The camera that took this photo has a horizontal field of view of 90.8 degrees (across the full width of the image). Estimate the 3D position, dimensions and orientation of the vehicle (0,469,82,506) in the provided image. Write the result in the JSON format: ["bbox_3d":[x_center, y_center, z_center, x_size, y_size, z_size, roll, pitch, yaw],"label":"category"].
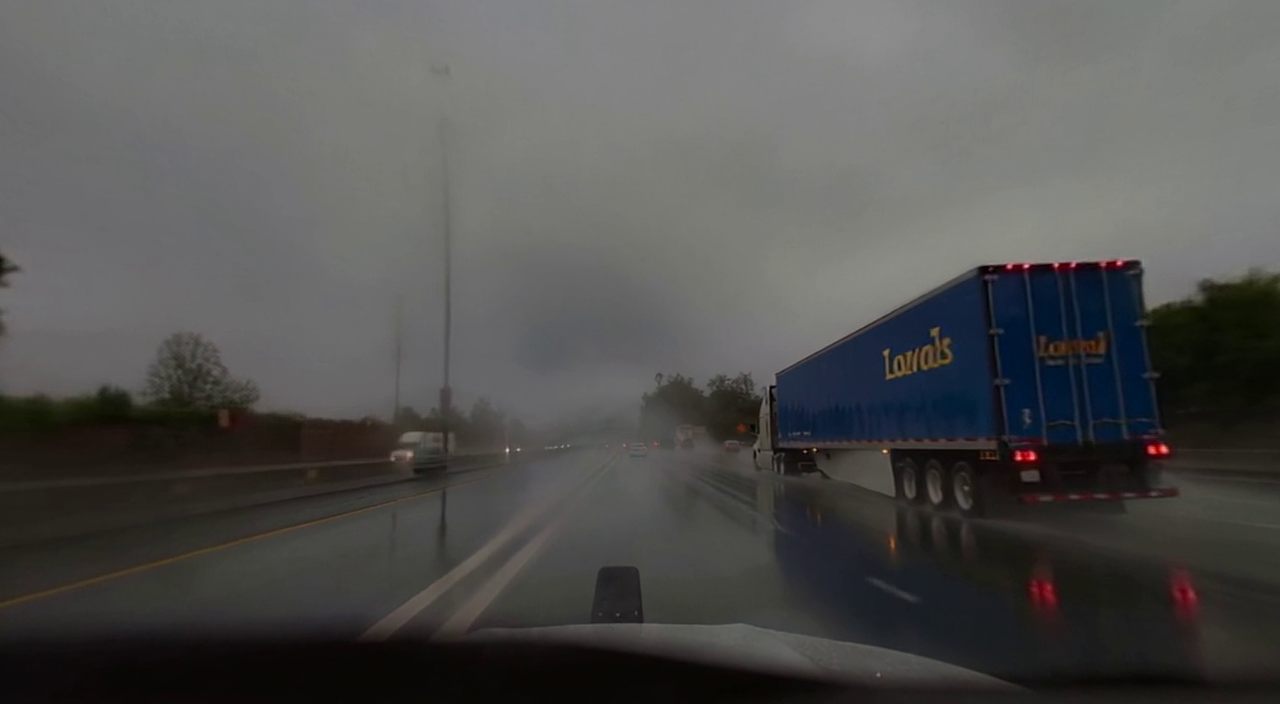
[{"bbox_3d":[-30.373,6.626,31.076,1.829,1.517,4.390,0,-9,-1],"label":"vehicle"}]

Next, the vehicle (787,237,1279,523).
[{"bbox_3d":[7.685,1.568,17.279,2.892,4.128,16.495,0,-9,-2],"label":"vehicle"}]
